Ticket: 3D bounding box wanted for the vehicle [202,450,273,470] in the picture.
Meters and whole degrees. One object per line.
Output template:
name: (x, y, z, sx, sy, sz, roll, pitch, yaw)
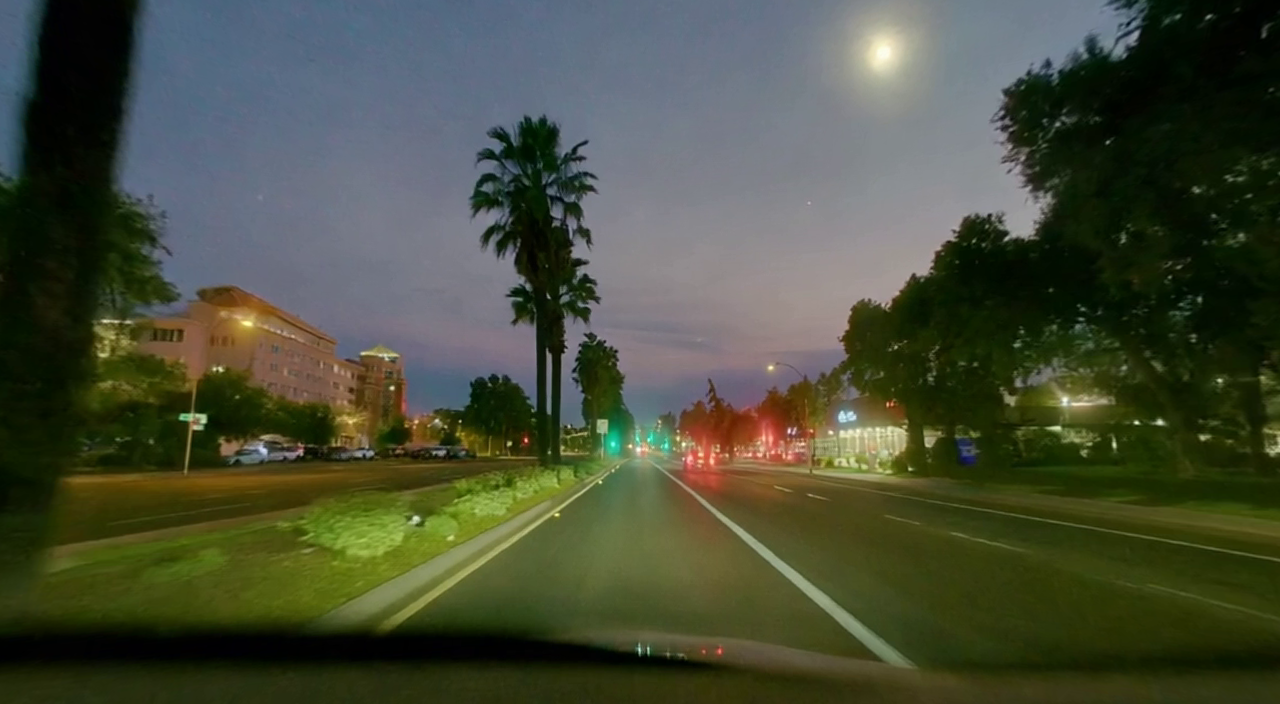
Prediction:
vehicle: (-31.186, 8.352, 48.826, 4.223, 1.444, 1.814, 1, -8, -3)
